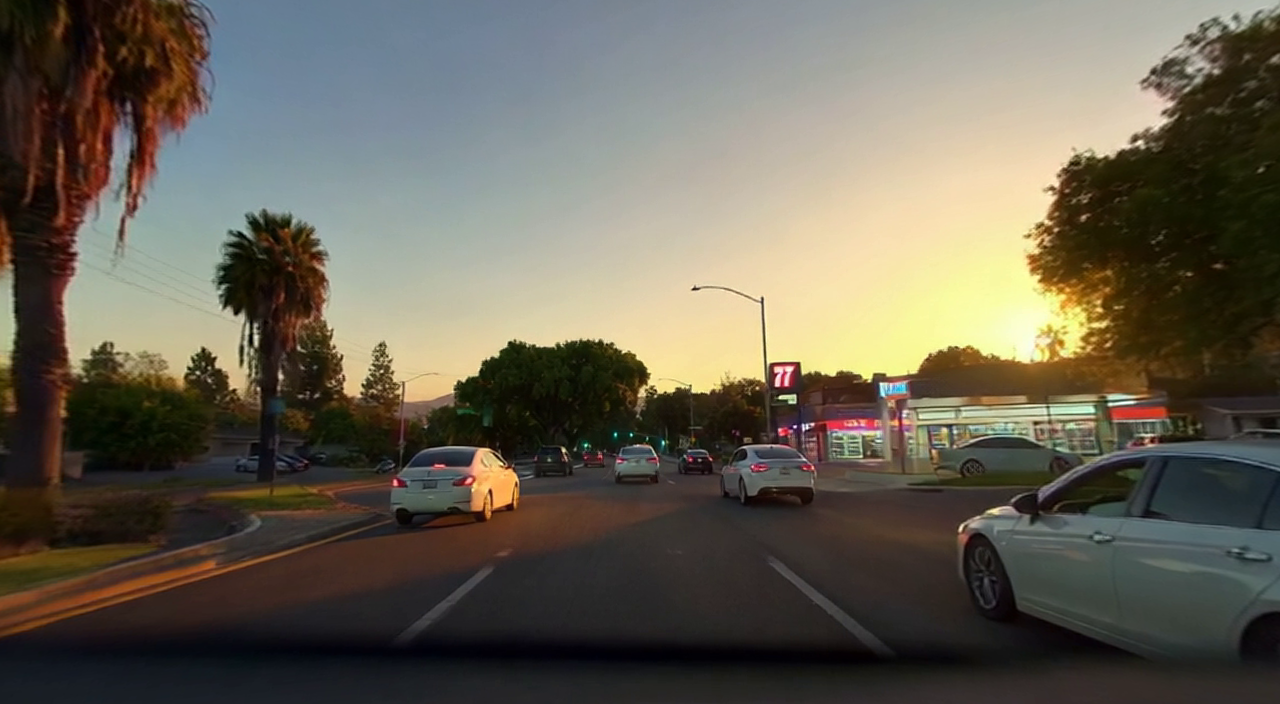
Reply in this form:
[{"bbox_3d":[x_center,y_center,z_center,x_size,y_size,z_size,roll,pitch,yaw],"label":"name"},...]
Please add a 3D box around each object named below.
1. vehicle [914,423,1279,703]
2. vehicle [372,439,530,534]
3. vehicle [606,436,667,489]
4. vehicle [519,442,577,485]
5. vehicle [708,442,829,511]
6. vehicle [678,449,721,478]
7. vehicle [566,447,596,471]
[{"bbox_3d":[3.633,1.206,3.853,1.867,1.448,4.436,0,-8,-1],"label":"vehicle"},{"bbox_3d":[-3.395,2.469,12.246,1.864,1.505,4.202,0,-8,-1],"label":"vehicle"},{"bbox_3d":[-0.156,4.229,24.446,2.164,1.867,4.254,0,-8,-1],"label":"vehicle"},{"bbox_3d":[-3.967,4.865,27.821,1.932,1.695,4.235,0,-8,0],"label":"vehicle"},{"bbox_3d":[3.076,3.082,16.147,1.977,1.480,4.589,0,-8,-2],"label":"vehicle"},{"bbox_3d":[3.241,6.193,35.085,1.880,1.476,3.932,0,-8,-2],"label":"vehicle"},{"bbox_3d":[-4.321,7.830,46.354,1.871,1.673,3.920,0,-8,-1],"label":"vehicle"}]
